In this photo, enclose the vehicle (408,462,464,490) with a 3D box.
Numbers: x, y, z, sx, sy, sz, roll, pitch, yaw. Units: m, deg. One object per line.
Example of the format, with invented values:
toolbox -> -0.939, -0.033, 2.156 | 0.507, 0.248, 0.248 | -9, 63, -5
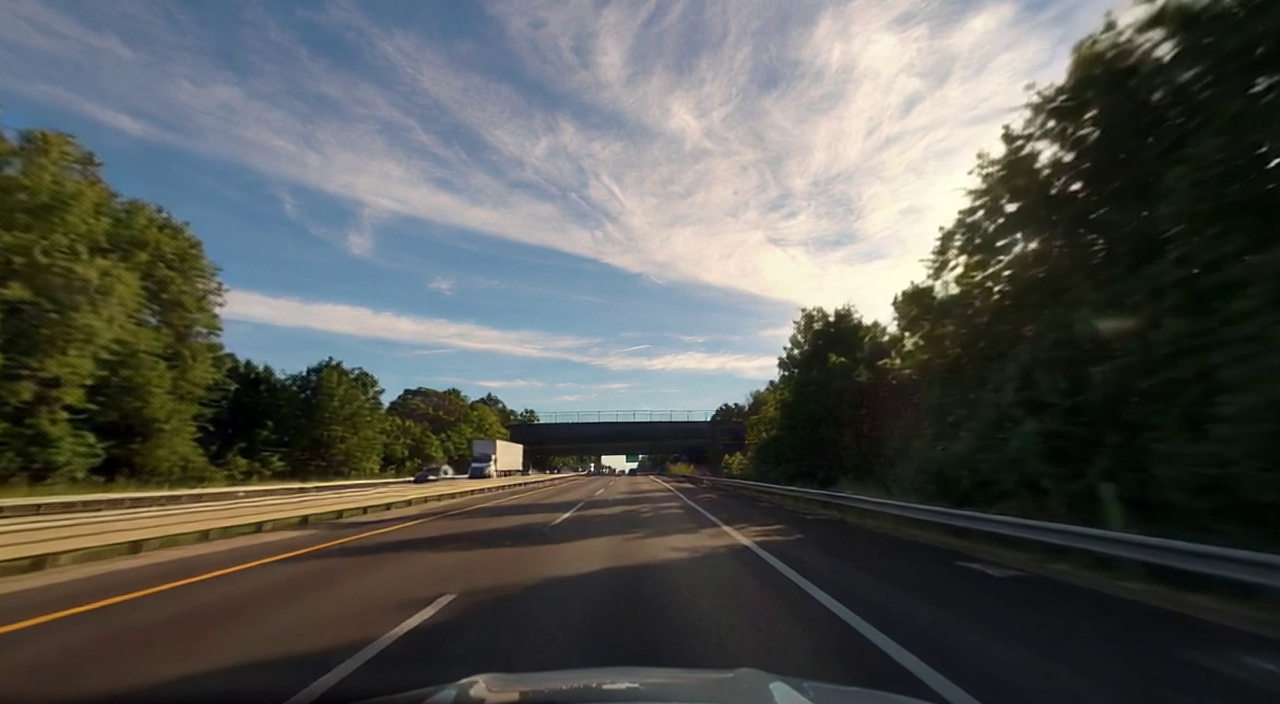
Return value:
vehicle -> -11.589, 7.084, 36.082 | 1.828, 1.481, 4.104 | 1, -10, 0
